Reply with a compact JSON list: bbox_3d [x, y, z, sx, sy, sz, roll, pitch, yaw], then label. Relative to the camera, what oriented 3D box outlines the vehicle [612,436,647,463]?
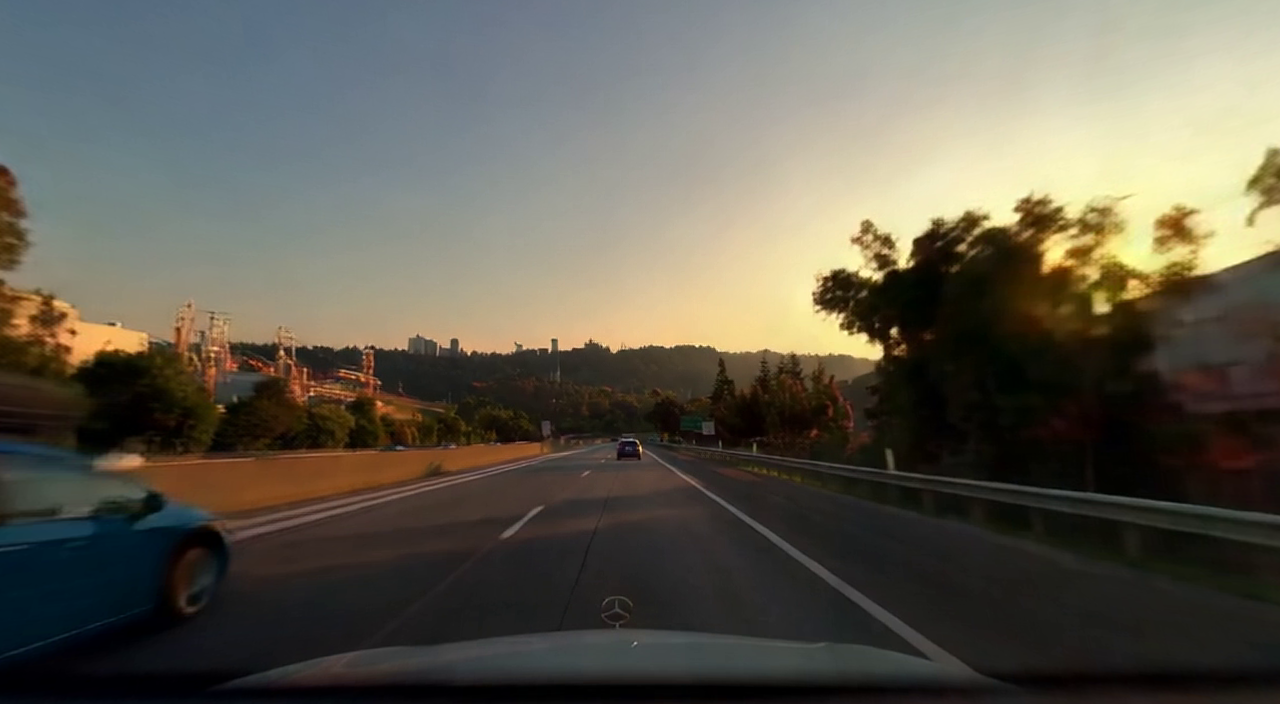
[{"bbox_3d":[-0.691,6.177,40.088,2.151,1.618,3.898,0,-8,-2],"label":"vehicle"}]

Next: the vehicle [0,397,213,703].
[{"bbox_3d":[-4.359,0.921,2.442,2.189,1.580,4.607,0,-8,0],"label":"vehicle"}]
